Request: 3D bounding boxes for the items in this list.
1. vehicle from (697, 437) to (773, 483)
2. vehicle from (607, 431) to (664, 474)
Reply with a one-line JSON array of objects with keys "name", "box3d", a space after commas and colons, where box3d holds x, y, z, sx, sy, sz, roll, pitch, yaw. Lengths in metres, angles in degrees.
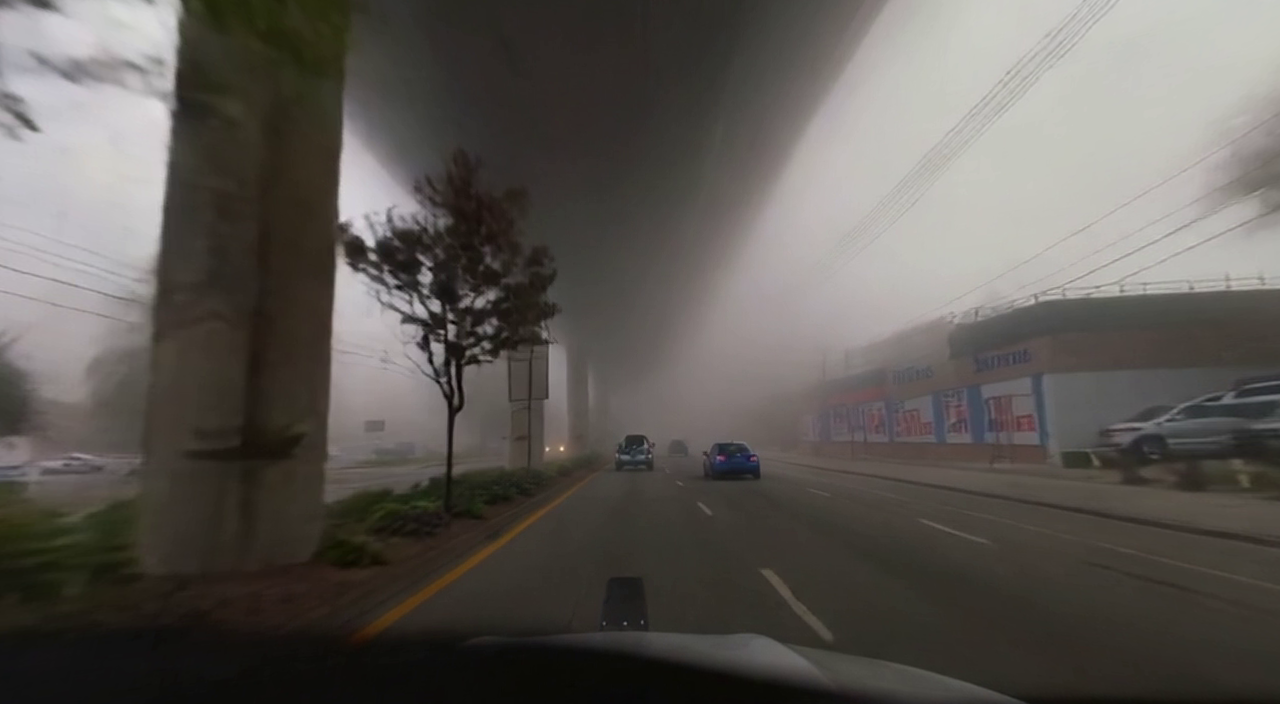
[{"name": "vehicle", "box3d": [3.323, 3.857, 22.956, 1.954, 1.479, 4.557, 0, -8, -1]}, {"name": "vehicle", "box3d": [-0.150, 4.590, 29.145, 2.441, 1.813, 4.581, 0, -8, 1]}]
